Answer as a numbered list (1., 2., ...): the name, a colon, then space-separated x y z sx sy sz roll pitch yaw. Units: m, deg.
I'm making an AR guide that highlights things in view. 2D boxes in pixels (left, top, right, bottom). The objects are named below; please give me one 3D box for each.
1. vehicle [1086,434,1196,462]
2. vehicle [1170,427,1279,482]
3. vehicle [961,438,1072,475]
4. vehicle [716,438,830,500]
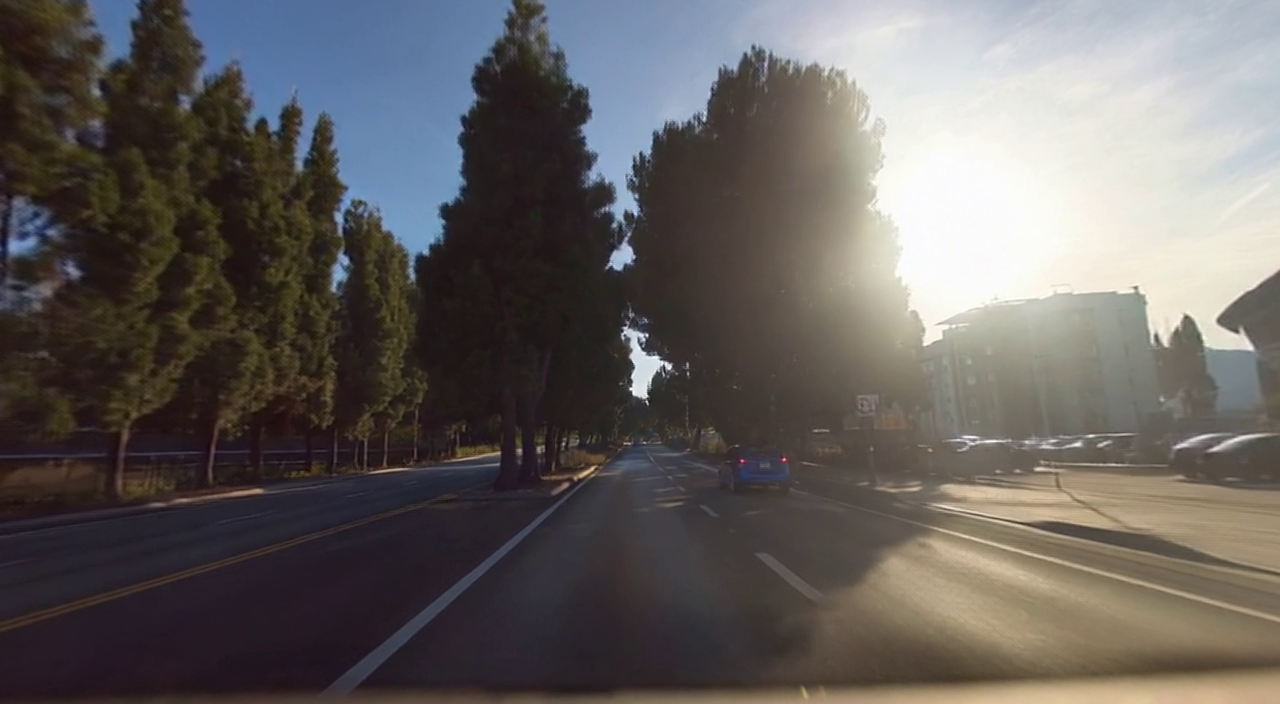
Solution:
1. vehicle: 32.662 6.295 41.304 5.237 1.724 2.398 1 -9 -4
2. vehicle: 17.716 2.888 17.878 3.622 1.432 2.029 0 -8 -3
3. vehicle: 19.436 5.451 32.765 4.418 1.418 1.873 -5 -14 -2
4. vehicle: 3.526 3.191 17.756 2.114 1.493 4.430 0 -8 -2
